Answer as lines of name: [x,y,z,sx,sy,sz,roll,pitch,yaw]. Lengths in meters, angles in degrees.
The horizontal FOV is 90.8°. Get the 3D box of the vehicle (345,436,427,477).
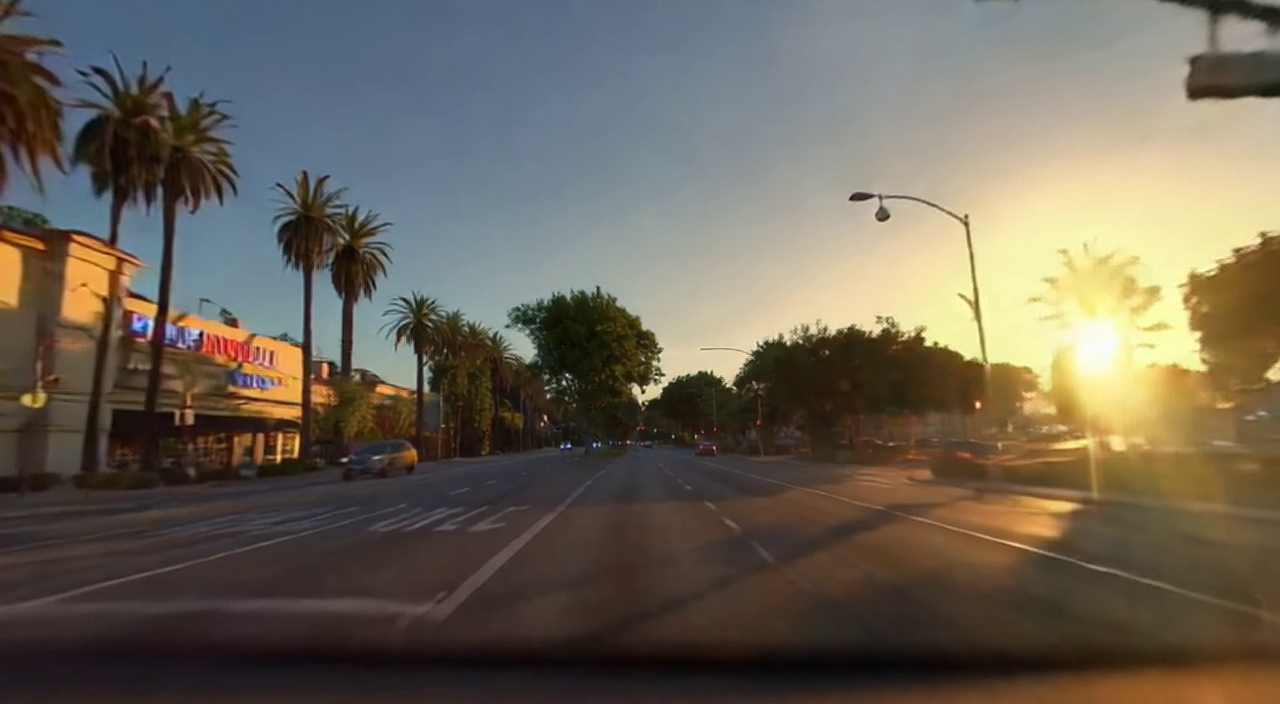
vehicle: [-13.066,5.377,32.885,2.237,1.950,5.039,0,-8,-1]

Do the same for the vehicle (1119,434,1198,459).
vehicle: [34.830,6.351,42.490,3.698,1.478,1.811,-2,-8,-2]

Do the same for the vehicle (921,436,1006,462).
vehicle: [21.644,6.495,42.368,4.620,1.475,1.904,-3,-8,-3]
